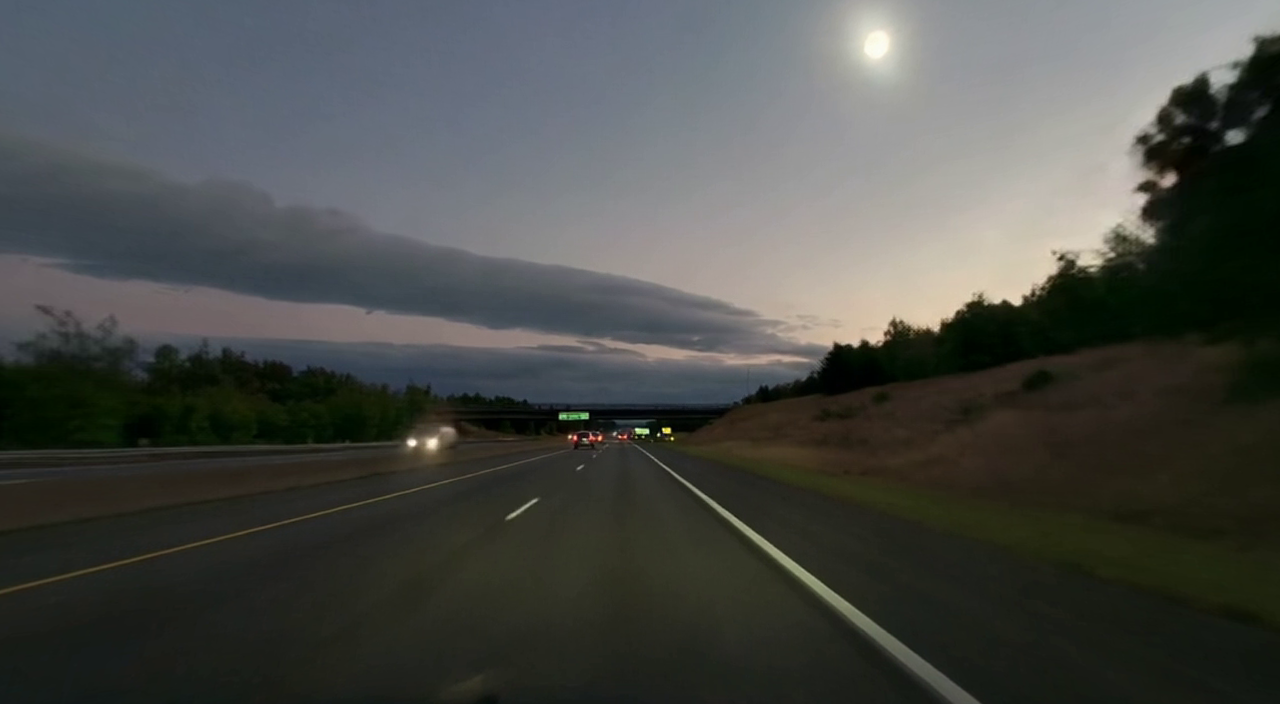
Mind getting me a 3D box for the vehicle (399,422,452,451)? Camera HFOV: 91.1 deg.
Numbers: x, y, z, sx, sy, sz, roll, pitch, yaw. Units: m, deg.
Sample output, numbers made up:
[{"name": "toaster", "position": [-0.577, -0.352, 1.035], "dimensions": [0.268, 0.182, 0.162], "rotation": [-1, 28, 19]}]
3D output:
[{"name": "vehicle", "position": [-15.204, 6.004, 44.773], "dimensions": [2.108, 1.915, 4.828], "rotation": [0, -8, 0]}]
